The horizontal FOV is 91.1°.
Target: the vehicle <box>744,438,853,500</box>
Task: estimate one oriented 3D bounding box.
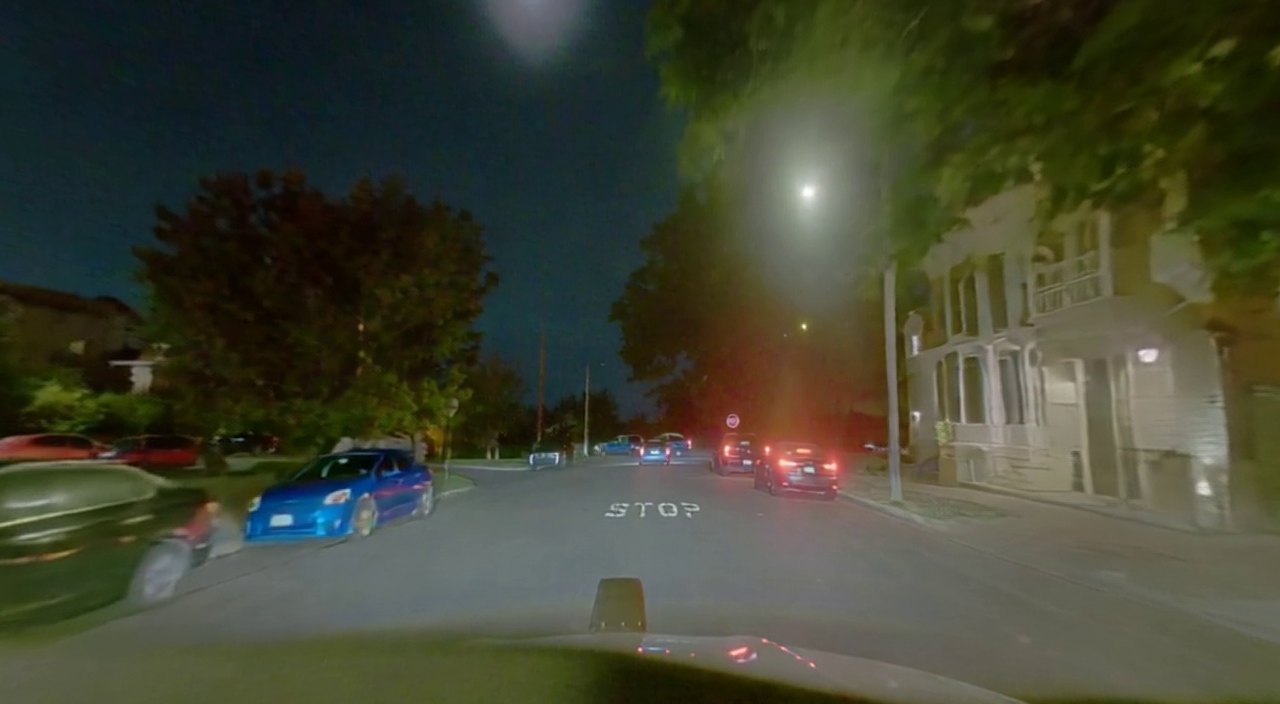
[{"bbox_3d":[4.229,3.181,17.510,1.876,1.477,4.324,0,-8,0],"label":"vehicle"}]

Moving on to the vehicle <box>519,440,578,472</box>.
[{"bbox_3d":[-4.394,5.080,30.818,1.999,1.441,4.628,-1,-8,3],"label":"vehicle"}]

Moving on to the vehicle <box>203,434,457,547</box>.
[{"bbox_3d":[-4.841,2.199,10.763,1.909,1.492,4.615,0,-8,1],"label":"vehicle"}]

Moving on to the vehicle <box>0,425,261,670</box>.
[{"bbox_3d":[-4.890,1.257,4.183,1.876,1.500,4.361,-1,-8,2],"label":"vehicle"}]

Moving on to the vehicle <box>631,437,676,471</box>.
[{"bbox_3d":[0.619,4.936,30.505,2.010,1.499,4.107,0,-9,0],"label":"vehicle"}]

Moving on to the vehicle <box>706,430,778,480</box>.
[{"bbox_3d":[4.017,4.118,25.368,2.144,1.751,4.472,2,-8,0],"label":"vehicle"}]
